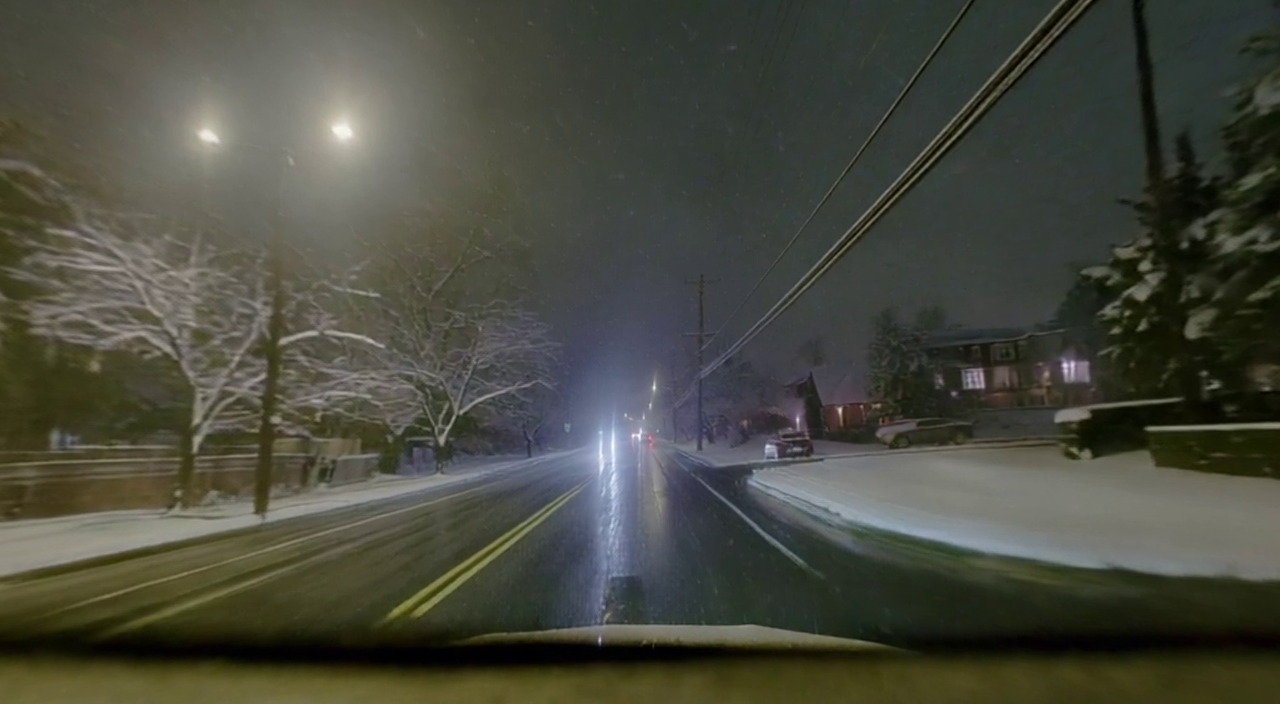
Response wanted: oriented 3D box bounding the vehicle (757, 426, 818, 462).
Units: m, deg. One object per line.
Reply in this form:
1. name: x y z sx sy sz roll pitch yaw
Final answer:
1. vehicle: 7.221 4.556 31.270 2.071 1.510 4.418 -4 -9 2

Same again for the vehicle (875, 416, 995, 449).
1. vehicle: 14.317 3.968 30.826 4.848 1.509 1.976 -1 -9 7
